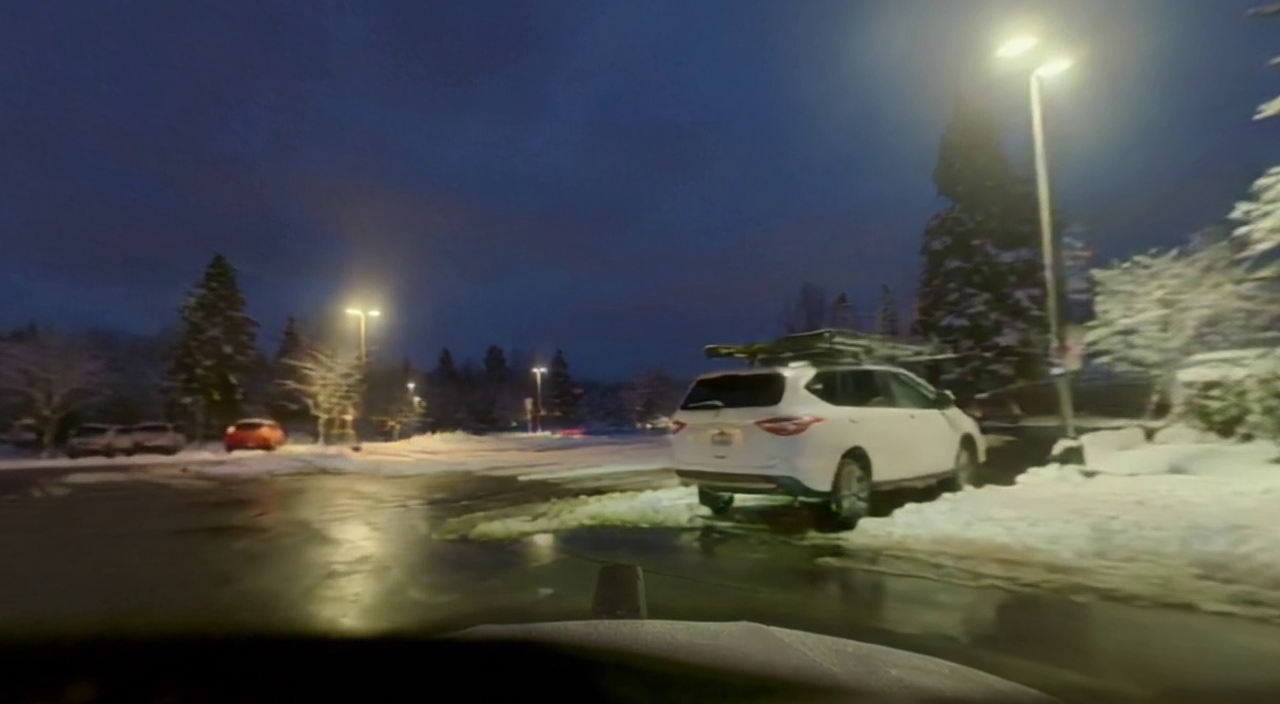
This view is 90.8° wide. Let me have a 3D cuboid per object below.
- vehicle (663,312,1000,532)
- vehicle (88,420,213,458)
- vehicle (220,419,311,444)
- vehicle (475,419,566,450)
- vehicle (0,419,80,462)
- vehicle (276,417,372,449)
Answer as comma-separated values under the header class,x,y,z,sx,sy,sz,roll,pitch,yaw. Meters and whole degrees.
class,x,y,z,sx,sy,sz,roll,pitch,yaw
vehicle,2.971,1.063,9.082,5.237,2.257,2.200,7,-11,-43
vehicle,-24.419,4.292,31.631,4.666,1.634,1.816,5,-7,-43
vehicle,-23.960,5.148,40.564,1.839,1.484,4.601,-8,-11,40
vehicle,-5.843,4.110,31.265,4.106,1.449,1.760,7,-12,-43
vehicle,-28.240,3.996,28.060,4.939,1.664,2.055,3,-13,-43
vehicle,-18.519,4.722,37.197,1.981,1.687,4.660,-7,-8,44
